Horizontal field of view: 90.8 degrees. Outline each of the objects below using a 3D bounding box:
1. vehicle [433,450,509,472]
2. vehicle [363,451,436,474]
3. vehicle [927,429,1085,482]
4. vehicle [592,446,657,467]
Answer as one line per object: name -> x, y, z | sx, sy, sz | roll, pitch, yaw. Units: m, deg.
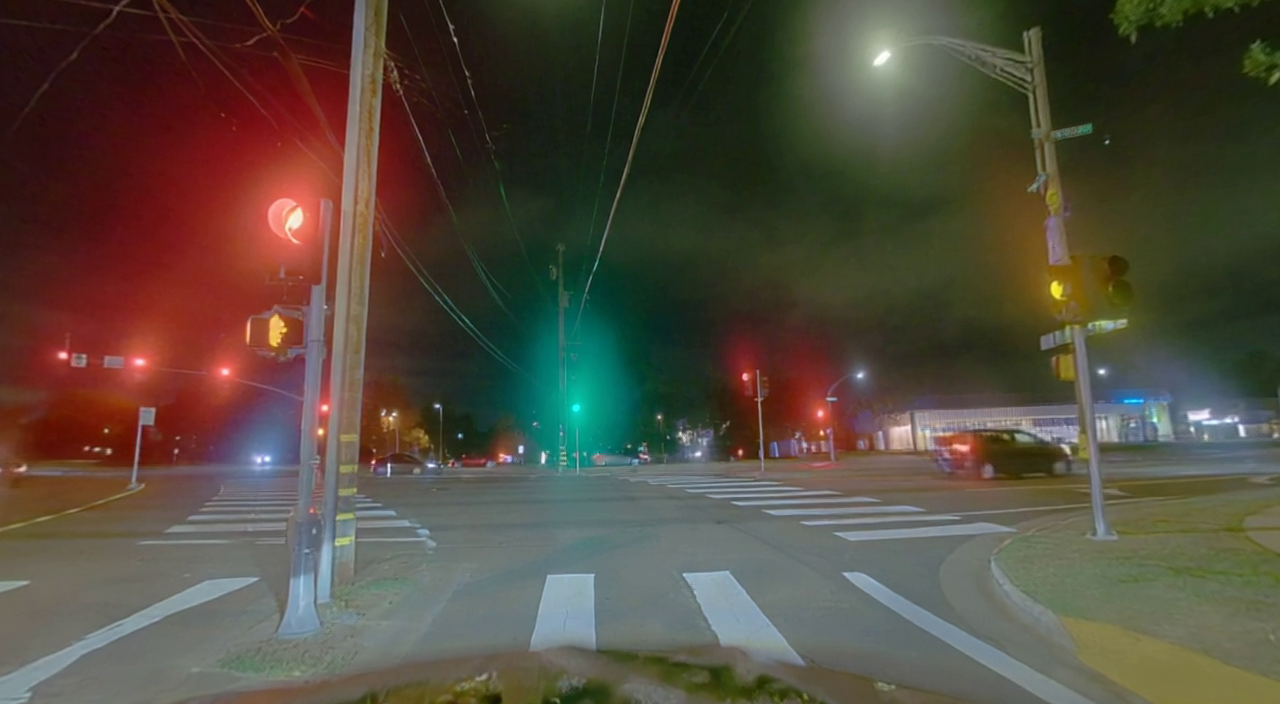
vehicle -> -11.802, 7.560, 44.133 | 4.837, 1.407, 1.818 | 4, -9, -26
vehicle -> -17.177, 7.855, 45.117 | 4.623, 1.471, 1.805 | 4, -9, -25
vehicle -> 12.409, 3.493, 21.492 | 4.530, 1.648, 2.075 | 3, -9, -19
vehicle -> -1.145, 7.551, 45.814 | 4.391, 1.451, 1.717 | 4, -9, -26
